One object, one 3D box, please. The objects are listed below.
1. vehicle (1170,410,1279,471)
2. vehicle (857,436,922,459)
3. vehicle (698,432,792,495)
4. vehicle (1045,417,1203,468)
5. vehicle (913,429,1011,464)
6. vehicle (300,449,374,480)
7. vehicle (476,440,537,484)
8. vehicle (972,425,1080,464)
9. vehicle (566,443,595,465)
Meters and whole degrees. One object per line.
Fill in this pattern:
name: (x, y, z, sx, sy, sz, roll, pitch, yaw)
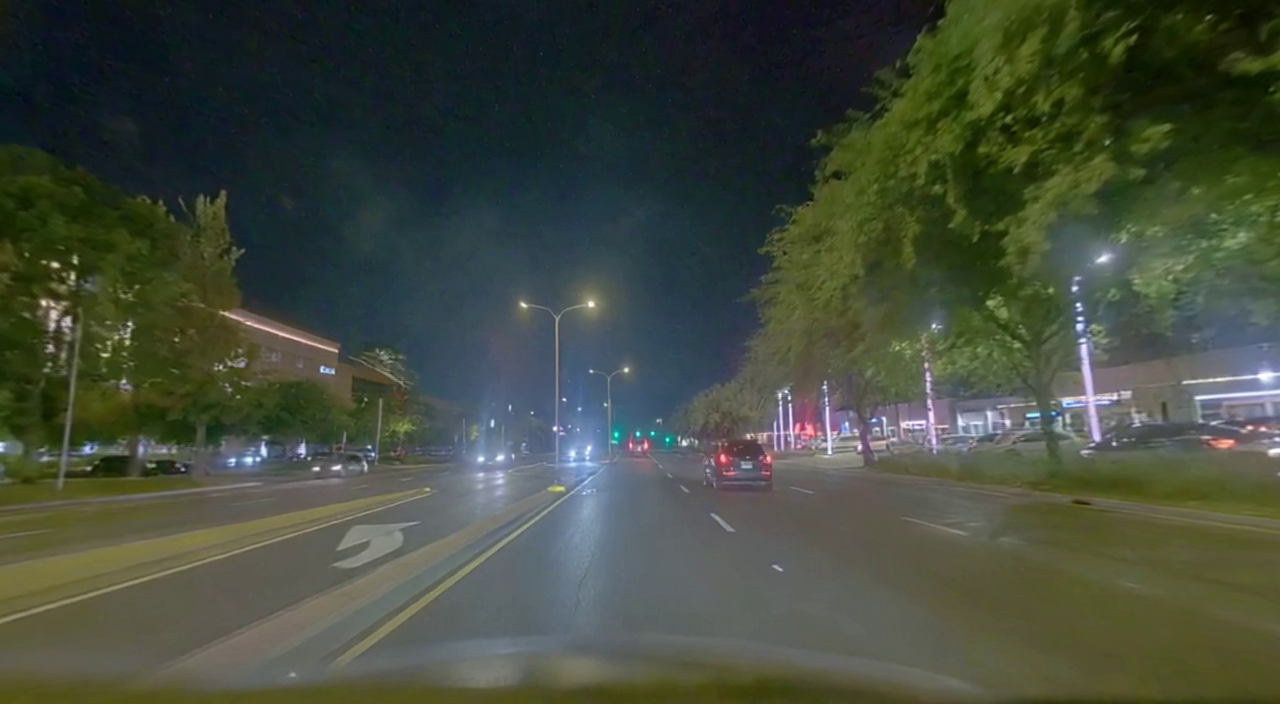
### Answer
vehicle: (17.926, 2.451, 17.632, 1.950, 1.594, 4.625, -1, -9, -5)
vehicle: (18.707, 7.147, 47.367, 4.524, 1.653, 2.109, 5, -10, -30)
vehicle: (3.051, 3.349, 19.323, 1.963, 1.677, 4.229, 0, -8, -2)
vehicle: (17.391, 3.322, 23.096, 1.889, 1.656, 4.693, 0, -8, -2)
vehicle: (16.967, 5.043, 33.671, 2.280, 1.699, 5.098, 0, -8, -4)
vehicle: (-17.058, 6.344, 35.845, 1.947, 1.504, 4.672, -3, -8, 0)
vehicle: (-5.370, 4.285, 24.955, 2.053, 1.555, 4.296, 2, -9, -15)
vehicle: (17.210, 4.192, 28.517, 1.779, 1.505, 4.847, -2, -9, 0)
vehicle: (-4.401, 7.477, 46.240, 1.905, 1.471, 4.302, -1, -9, -8)
